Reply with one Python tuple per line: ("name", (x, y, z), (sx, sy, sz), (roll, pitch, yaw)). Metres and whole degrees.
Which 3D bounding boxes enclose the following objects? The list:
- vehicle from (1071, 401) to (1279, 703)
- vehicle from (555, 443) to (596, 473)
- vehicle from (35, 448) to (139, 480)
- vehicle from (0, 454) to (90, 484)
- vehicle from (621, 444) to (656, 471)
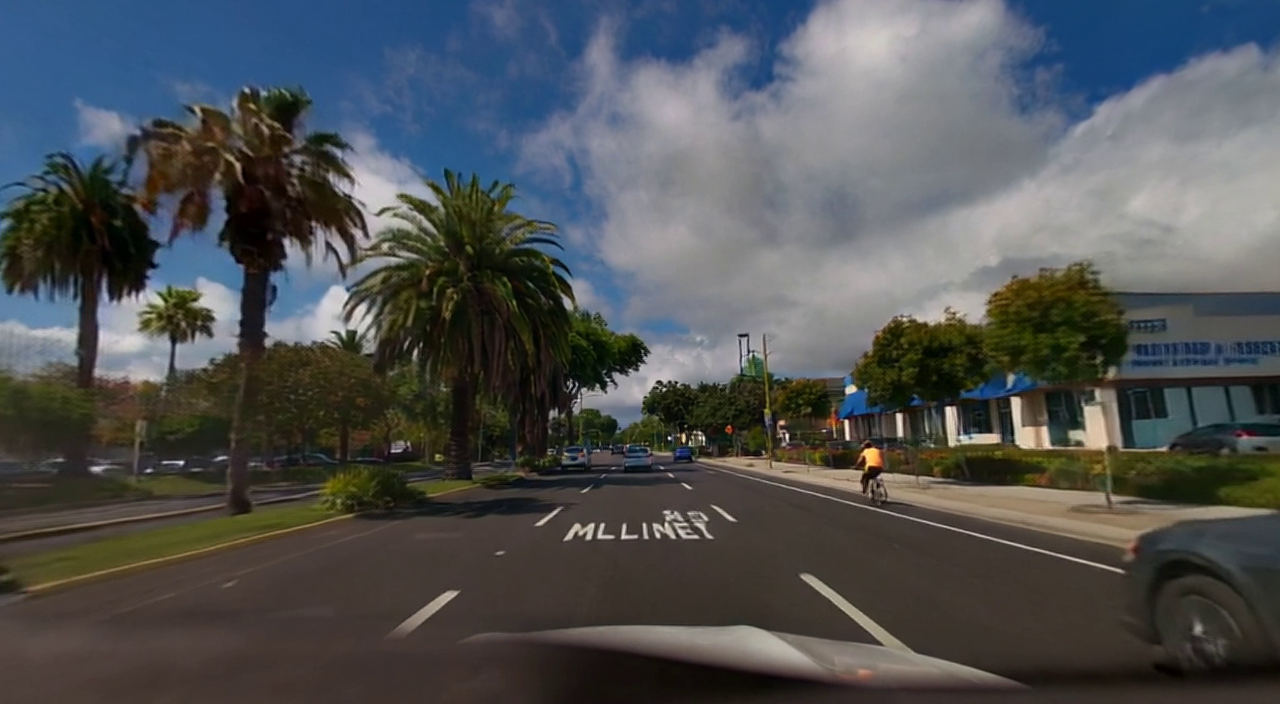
("vehicle", (3.675, 0.790, 1.470), (2.090, 1.503, 4.566), (0, -9, 0))
("vehicle", (-3.980, 6.605, 39.615), (2.071, 1.744, 4.500), (0, -9, 0))
("vehicle", (-34.955, 7.064, 40.035), (4.377, 1.951, 2.245), (0, -9, 0))
("vehicle", (-35.295, 6.837, 36.941), (4.274, 1.625, 2.070), (0, -9, 2))
("vehicle", (-0.132, 6.668, 40.074), (2.102, 1.653, 3.698), (0, -9, -1))
